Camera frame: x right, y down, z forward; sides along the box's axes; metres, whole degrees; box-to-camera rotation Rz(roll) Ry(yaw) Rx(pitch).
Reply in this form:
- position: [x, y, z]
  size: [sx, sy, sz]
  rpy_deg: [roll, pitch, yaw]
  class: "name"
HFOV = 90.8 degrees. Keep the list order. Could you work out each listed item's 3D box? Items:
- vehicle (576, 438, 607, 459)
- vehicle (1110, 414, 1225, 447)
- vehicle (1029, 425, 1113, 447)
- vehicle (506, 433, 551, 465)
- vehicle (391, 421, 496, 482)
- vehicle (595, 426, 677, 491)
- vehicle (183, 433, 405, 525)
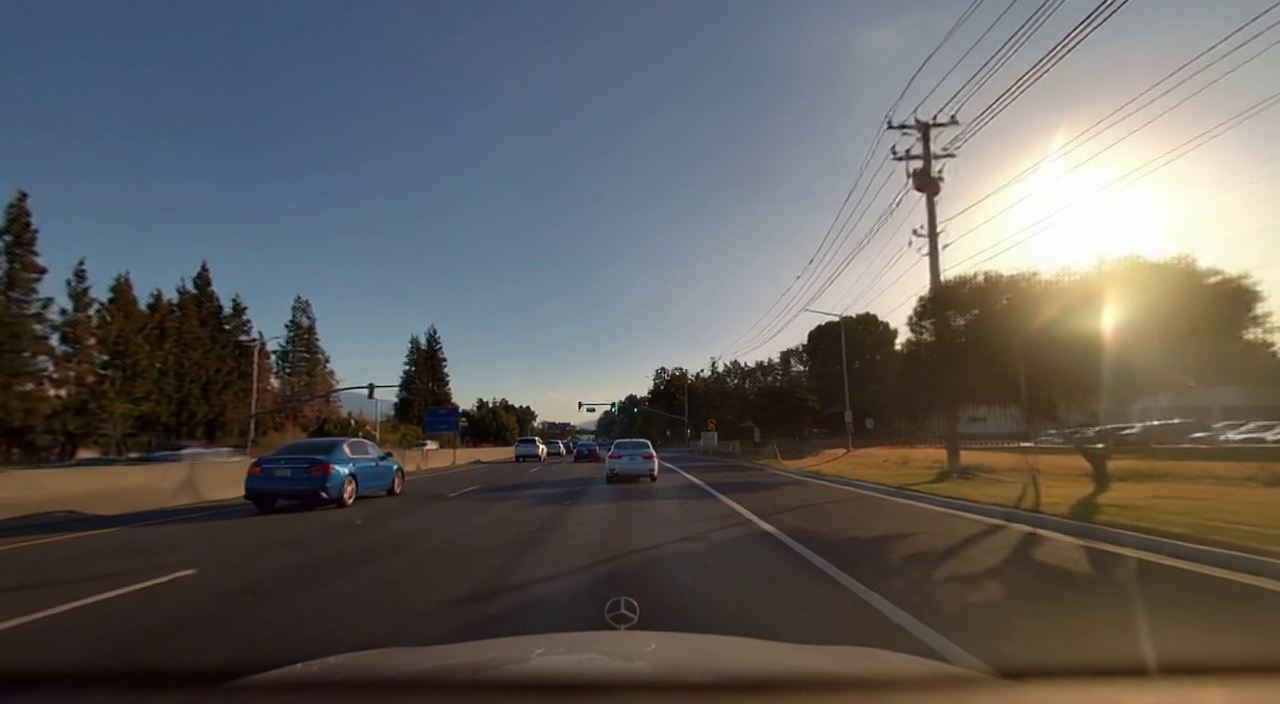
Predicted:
- position: [-3.546, 7.176, 47.074]
  size: [2.055, 1.510, 3.961]
  rpy_deg: [0, -8, -1]
  class: "vehicle"
- position: [29.546, 4.447, 35.509]
  size: [4.554, 1.761, 2.095]
  rpy_deg: [0, -8, 0]
  class: "vehicle"
- position: [29.083, 5.703, 42.710]
  size: [4.105, 1.306, 2.050]
  rpy_deg: [-2, -7, 1]
  class: "vehicle"
- position: [-6.529, 5.712, 37.274]
  size: [1.914, 1.756, 4.179]
  rpy_deg: [0, -8, 0]
  class: "vehicle"
- position: [-6.786, 3.500, 22.508]
  size: [2.144, 1.905, 4.967]
  rpy_deg: [0, -8, 0]
  class: "vehicle"
- position: [-0.144, 3.073, 18.619]
  size: [2.140, 1.653, 4.108]
  rpy_deg: [0, -8, -1]
  class: "vehicle"
- position: [-6.557, 2.413, 12.731]
  size: [1.900, 1.483, 4.547]
  rpy_deg: [0, -8, 0]
  class: "vehicle"
